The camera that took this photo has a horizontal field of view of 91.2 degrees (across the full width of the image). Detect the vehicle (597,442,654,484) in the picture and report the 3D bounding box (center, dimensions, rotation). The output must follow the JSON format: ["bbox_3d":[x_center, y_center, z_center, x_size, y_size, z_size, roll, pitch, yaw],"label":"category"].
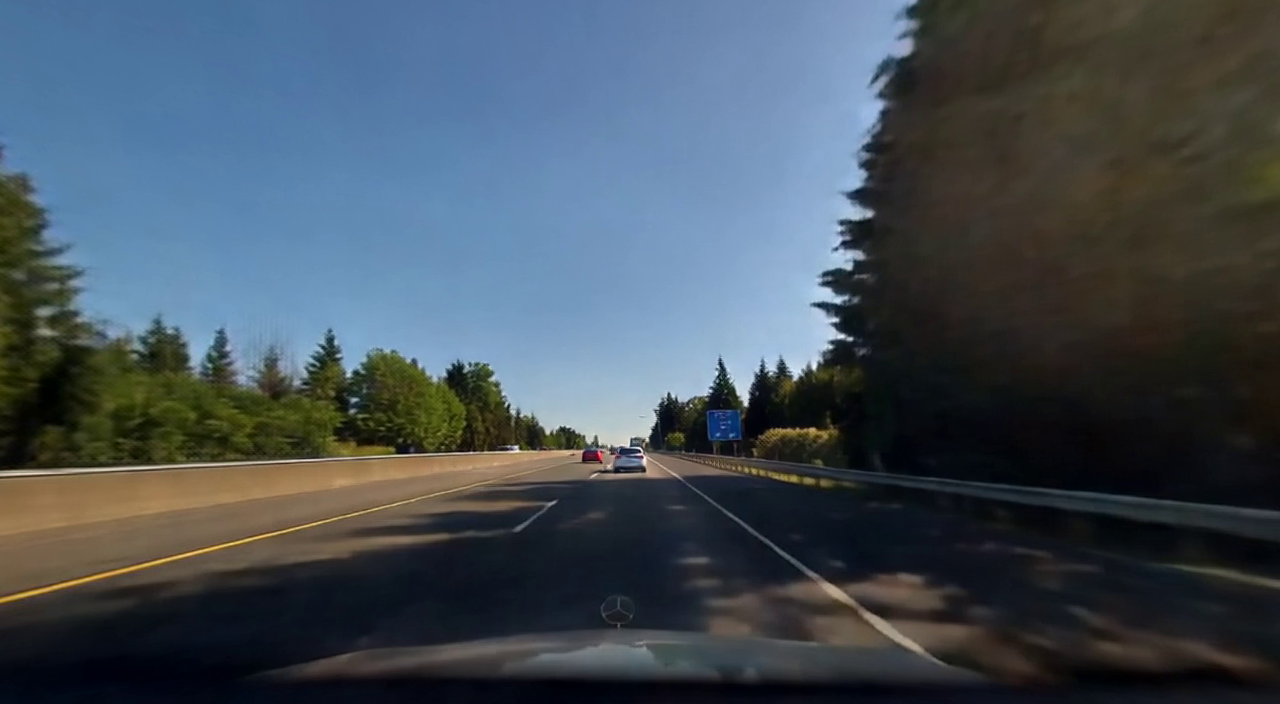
[{"bbox_3d":[-0.549,4.321,24.694,2.066,1.490,3.759,-1,-9,0],"label":"vehicle"}]
